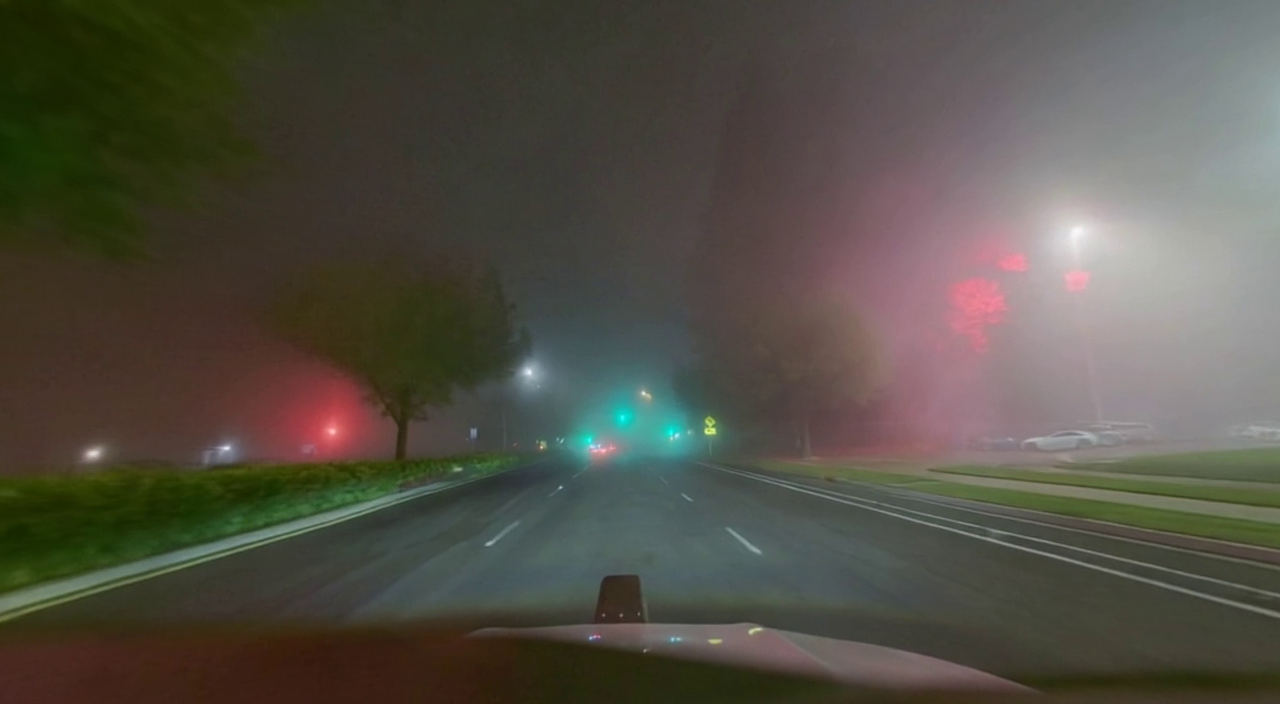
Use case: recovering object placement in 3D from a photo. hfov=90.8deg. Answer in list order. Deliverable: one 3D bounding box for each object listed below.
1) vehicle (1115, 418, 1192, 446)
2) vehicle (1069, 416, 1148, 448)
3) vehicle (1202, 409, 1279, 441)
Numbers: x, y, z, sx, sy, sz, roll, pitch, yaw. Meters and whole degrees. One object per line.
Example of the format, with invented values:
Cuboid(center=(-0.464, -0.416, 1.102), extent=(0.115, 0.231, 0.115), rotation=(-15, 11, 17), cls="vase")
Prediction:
Cuboid(center=(29.243, 4.604, 36.150), extent=(1.736, 1.440, 3.989), rotation=(-2, -8, 13), cls="vehicle")
Cuboid(center=(26.121, 4.525, 35.461), extent=(2.055, 1.645, 4.679), rotation=(-3, -8, 18), cls="vehicle")
Cuboid(center=(34.743, 4.224, 36.160), extent=(1.875, 1.686, 4.455), rotation=(-3, -8, 14), cls="vehicle")
